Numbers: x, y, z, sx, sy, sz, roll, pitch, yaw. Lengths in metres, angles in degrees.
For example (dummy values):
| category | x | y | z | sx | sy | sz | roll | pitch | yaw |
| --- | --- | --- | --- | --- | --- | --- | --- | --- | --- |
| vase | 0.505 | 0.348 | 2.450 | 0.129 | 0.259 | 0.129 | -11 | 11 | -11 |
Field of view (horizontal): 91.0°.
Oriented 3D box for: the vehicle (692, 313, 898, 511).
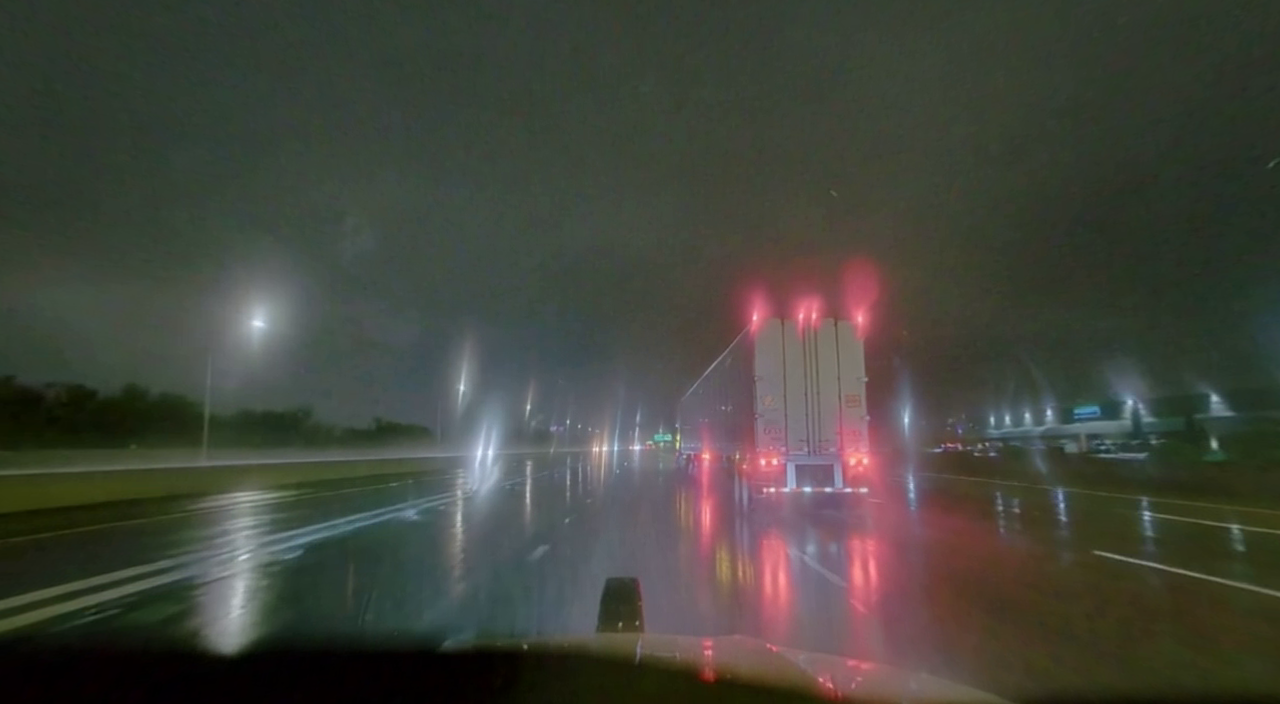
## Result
| category | x | y | z | sx | sy | sz | roll | pitch | yaw |
| --- | --- | --- | --- | --- | --- | --- | --- | --- | --- |
| vehicle | 3.868 | 2.412 | 21.178 | 2.949 | 4.149 | 16.046 | 0 | -9 | 0 |
